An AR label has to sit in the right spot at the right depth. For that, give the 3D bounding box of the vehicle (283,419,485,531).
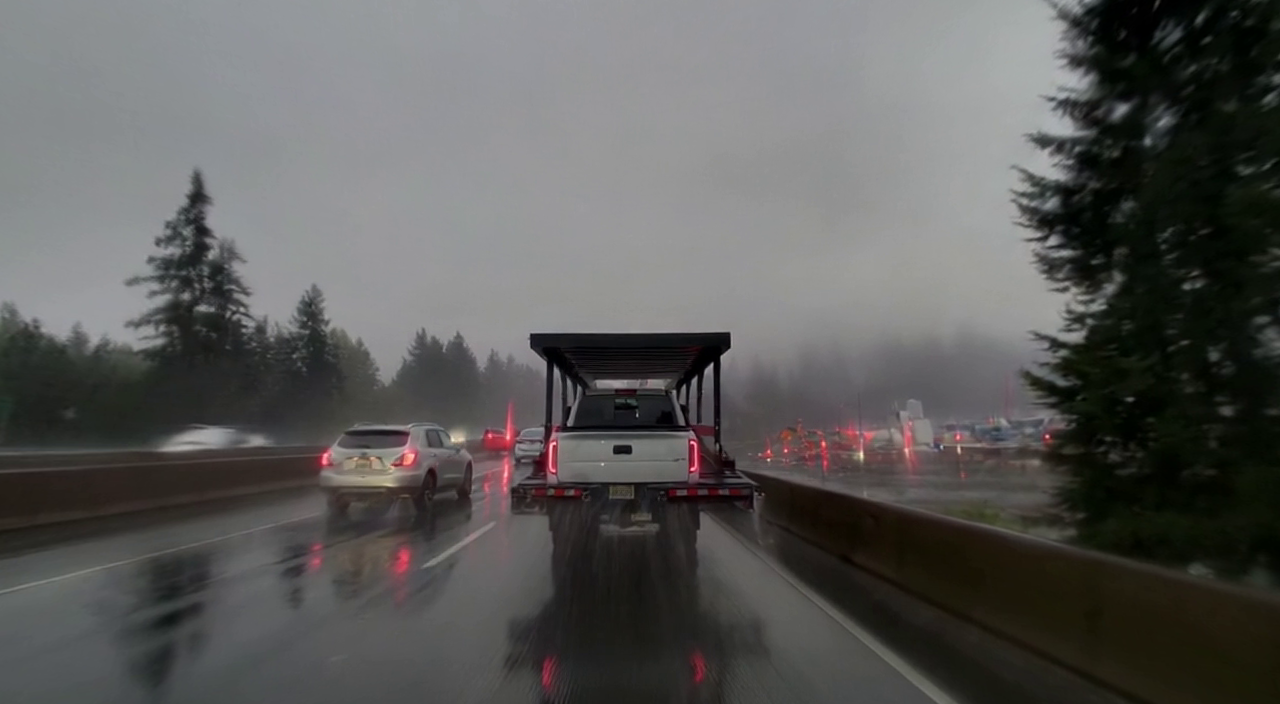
[{"bbox_3d":[-4.421,2.199,11.876,2.057,1.665,4.572,0,-8,-3],"label":"vehicle"}]

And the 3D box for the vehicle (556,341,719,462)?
[{"bbox_3d":[-0.166,0.995,10.754,2.156,1.604,4.680,0,-9,-3],"label":"vehicle"}]

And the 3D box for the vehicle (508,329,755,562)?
[{"bbox_3d":[-0.342,1.789,12.340,2.735,2.597,10.435,0,-8,-3],"label":"vehicle"}]
